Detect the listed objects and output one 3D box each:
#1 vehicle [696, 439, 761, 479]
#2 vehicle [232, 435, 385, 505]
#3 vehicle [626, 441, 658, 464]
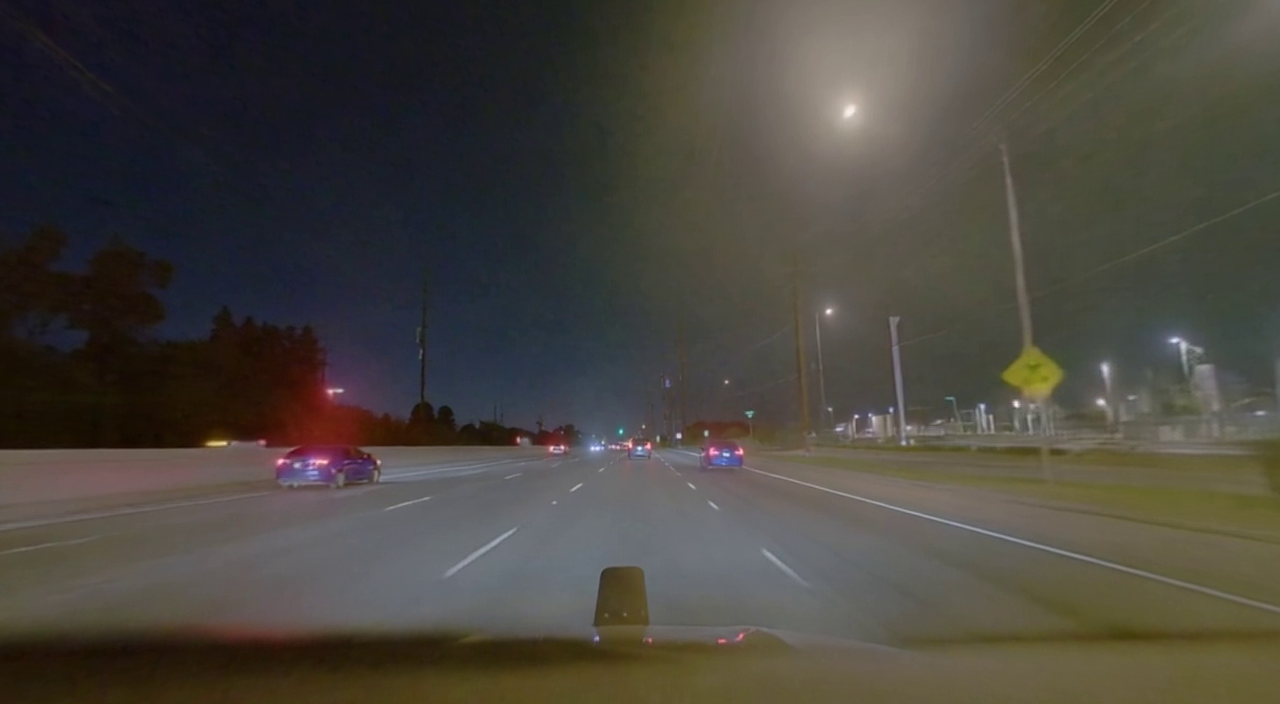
[{"bbox_3d":[3.641,4.466,26.712,2.060,1.526,4.387,0,-8,-1],"label":"vehicle"},{"bbox_3d":[-10.395,3.706,20.361,2.241,1.810,4.966,-4,-8,1],"label":"vehicle"},{"bbox_3d":[0.144,6.812,42.859,2.036,1.474,3.969,0,-8,0],"label":"vehicle"}]
